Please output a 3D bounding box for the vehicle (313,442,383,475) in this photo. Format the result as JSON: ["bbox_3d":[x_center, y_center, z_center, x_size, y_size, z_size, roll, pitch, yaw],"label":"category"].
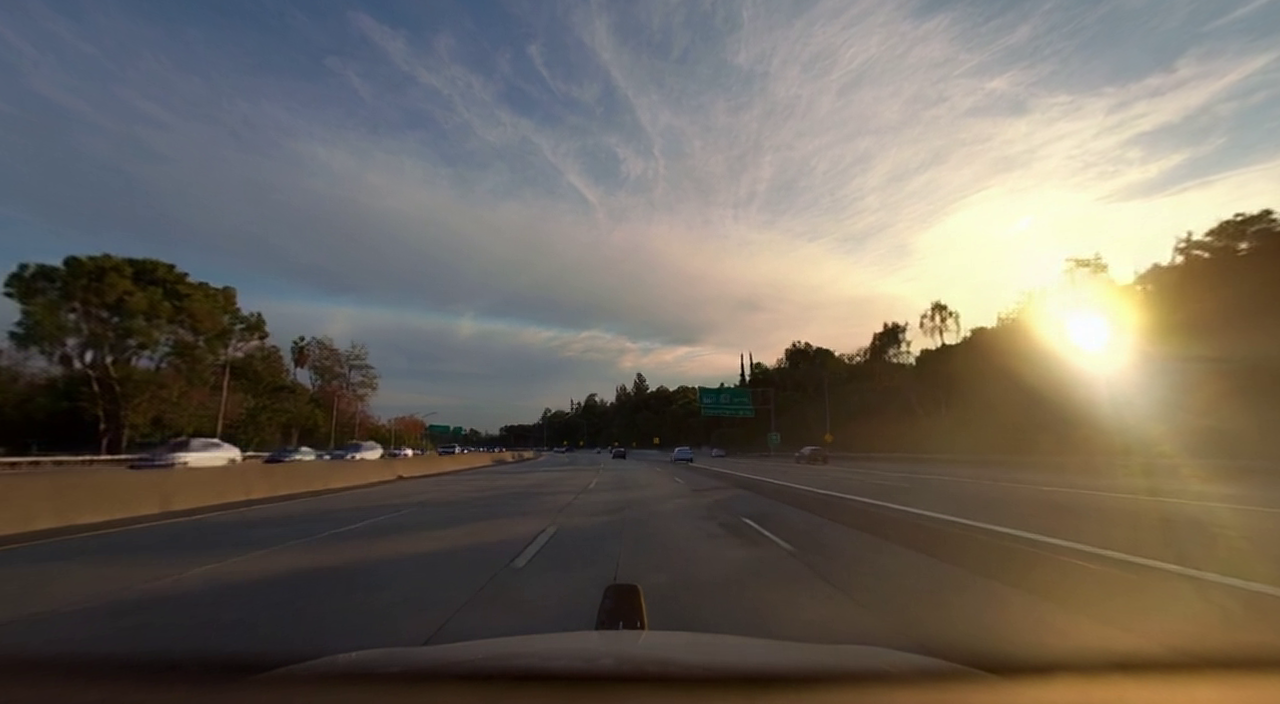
[{"bbox_3d":[-17.264,6.322,37.482,2.027,1.796,4.612,0,-9,-2],"label":"vehicle"}]

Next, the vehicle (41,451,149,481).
[{"bbox_3d":[-29.593,6.155,34.397,1.851,1.499,4.664,0,-9,-2],"label":"vehicle"}]

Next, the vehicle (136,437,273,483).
[{"bbox_3d":[-21.130,5.294,31.054,2.405,1.998,6.150,0,-9,-1],"label":"vehicle"}]

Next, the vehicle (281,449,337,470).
[{"bbox_3d":[-25.220,8.225,48.191,1.872,1.494,4.752,0,-9,-2],"label":"vehicle"}]
